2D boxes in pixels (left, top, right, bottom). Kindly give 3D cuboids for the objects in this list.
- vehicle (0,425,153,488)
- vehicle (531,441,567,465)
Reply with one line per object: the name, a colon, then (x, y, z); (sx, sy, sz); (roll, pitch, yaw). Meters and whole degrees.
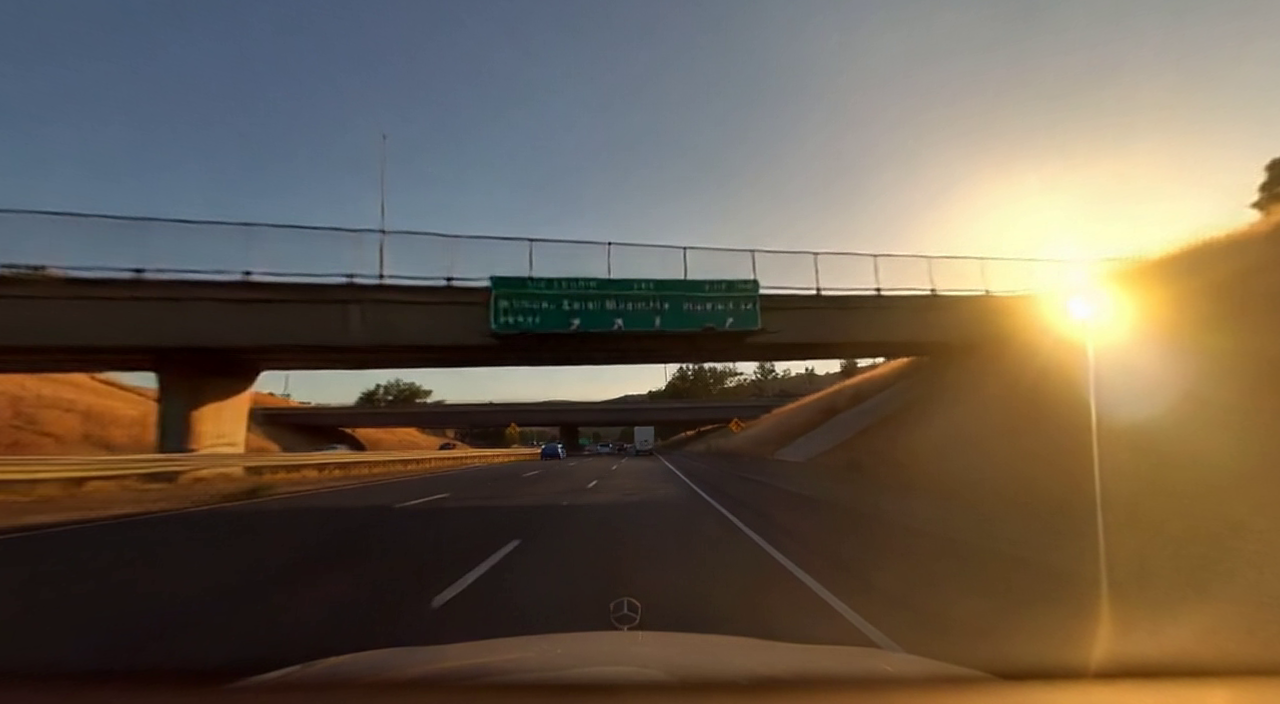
vehicle: (-35.980, 6.250, 37.909); (2.813, 3.385, 13.135); (0, -9, 0)
vehicle: (-7.061, 7.889, 49.342); (2.070, 1.738, 4.733); (0, -9, 0)
